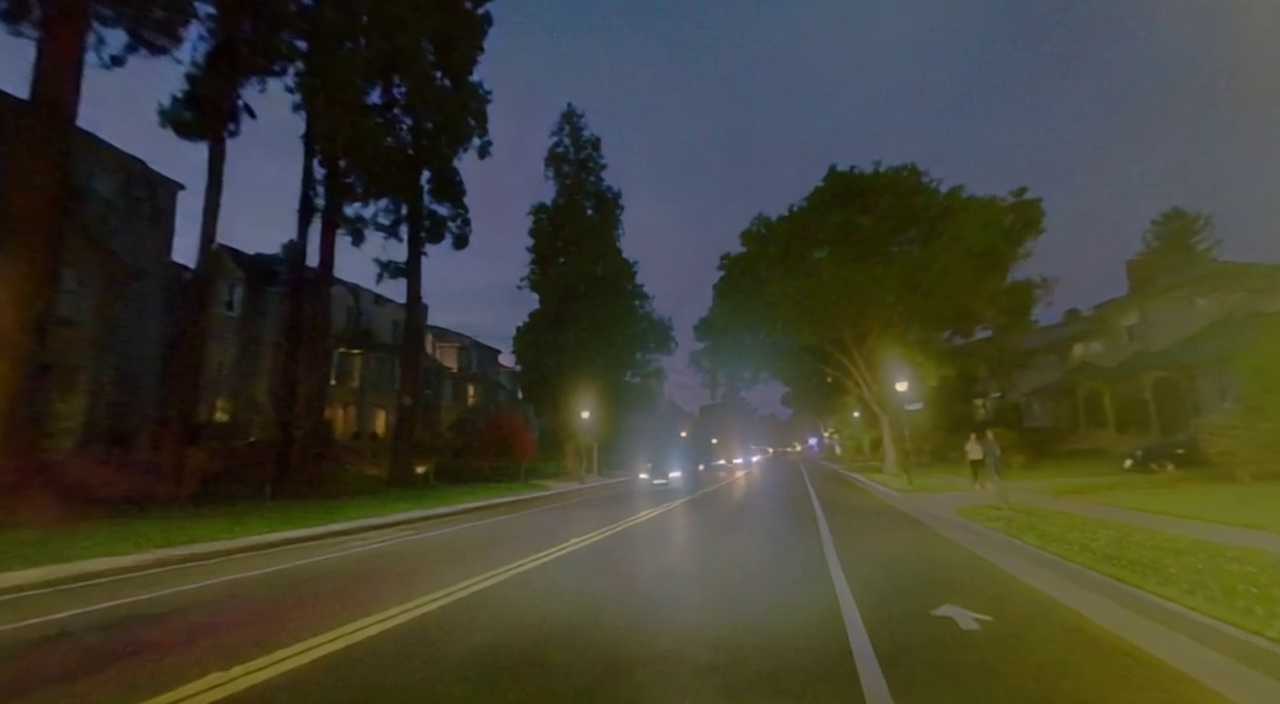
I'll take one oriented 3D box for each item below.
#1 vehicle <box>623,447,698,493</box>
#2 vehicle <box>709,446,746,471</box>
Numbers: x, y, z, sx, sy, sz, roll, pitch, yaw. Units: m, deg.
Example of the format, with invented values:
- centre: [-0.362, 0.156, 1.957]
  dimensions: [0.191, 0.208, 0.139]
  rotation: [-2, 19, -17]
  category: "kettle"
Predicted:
- centre: [0.885, 4.333, 23.622]
  dimensions: [1.906, 1.498, 4.222]
  rotation: [-2, -8, 15]
  category: "vehicle"
- centre: [6.542, 7.852, 46.708]
  dimensions: [2.167, 1.691, 4.755]
  rotation: [-2, -8, 15]
  category: "vehicle"
